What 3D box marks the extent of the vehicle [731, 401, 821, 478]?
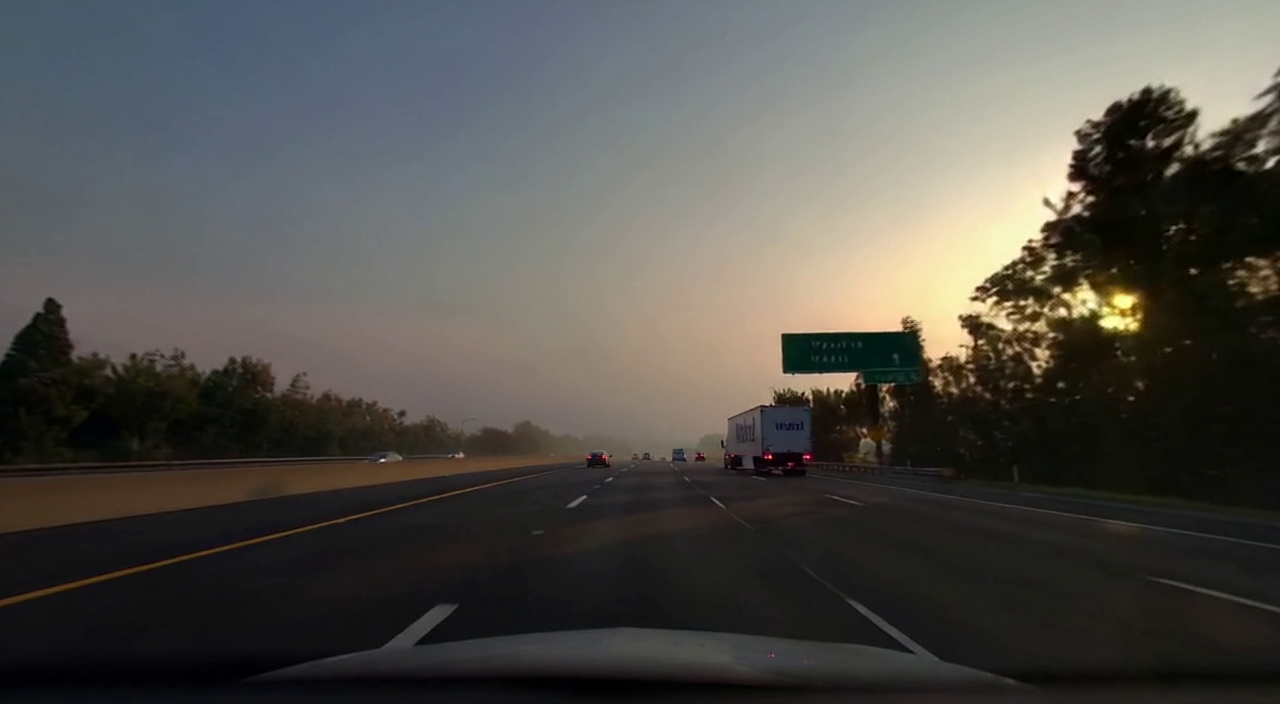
[{"bbox_3d":[8.467,5.899,41.790,2.912,4.143,15.538,0,-9,1],"label":"vehicle"}]
